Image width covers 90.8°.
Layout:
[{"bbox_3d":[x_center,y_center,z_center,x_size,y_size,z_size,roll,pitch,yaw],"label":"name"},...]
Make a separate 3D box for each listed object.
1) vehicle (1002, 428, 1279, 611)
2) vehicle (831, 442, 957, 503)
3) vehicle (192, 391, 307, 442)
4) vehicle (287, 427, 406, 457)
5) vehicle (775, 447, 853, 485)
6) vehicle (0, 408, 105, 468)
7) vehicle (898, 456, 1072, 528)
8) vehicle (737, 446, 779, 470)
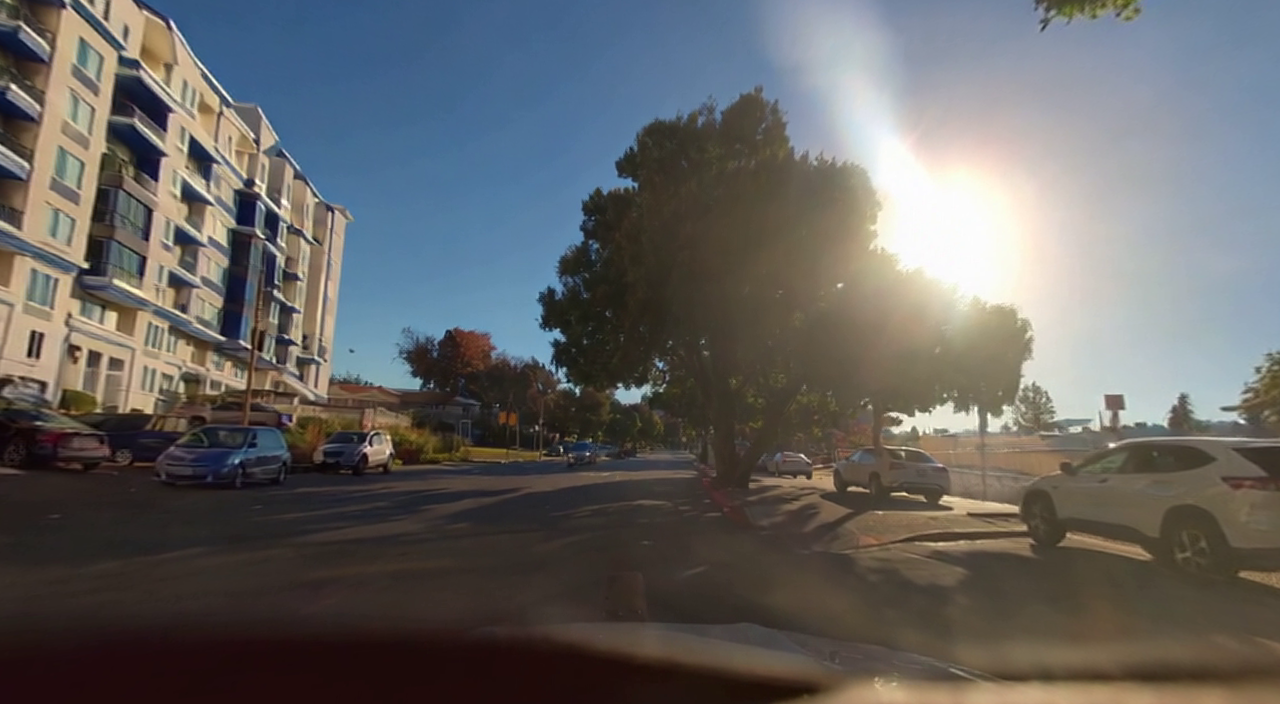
[{"bbox_3d":[7.500,2.012,8.689,2.181,1.792,5.066,0,-8,2],"label":"vehicle"},{"bbox_3d":[7.919,3.770,20.292,1.917,1.704,4.840,0,-8,-2],"label":"vehicle"},{"bbox_3d":[-18.718,3.106,30.285,4.598,1.645,2.019,8,-5,20],"label":"vehicle"},{"bbox_3d":[-13.600,4.194,29.531,4.603,1.335,1.889,1,-9,-8],"label":"vehicle"},{"bbox_3d":[7.850,5.176,29.008,2.122,1.554,4.777,0,-8,-1],"label":"vehicle"},{"bbox_3d":[-16.525,2.356,17.197,4.175,1.436,2.017,-7,-11,37],"label":"vehicle"},{"bbox_3d":[7.812,3.165,14.851,1.900,1.368,4.176,-1,-8,3],"label":"vehicle"},{"bbox_3d":[7.716,6.917,41.572,1.901,1.495,4.340,0,-8,0],"label":"vehicle"}]
